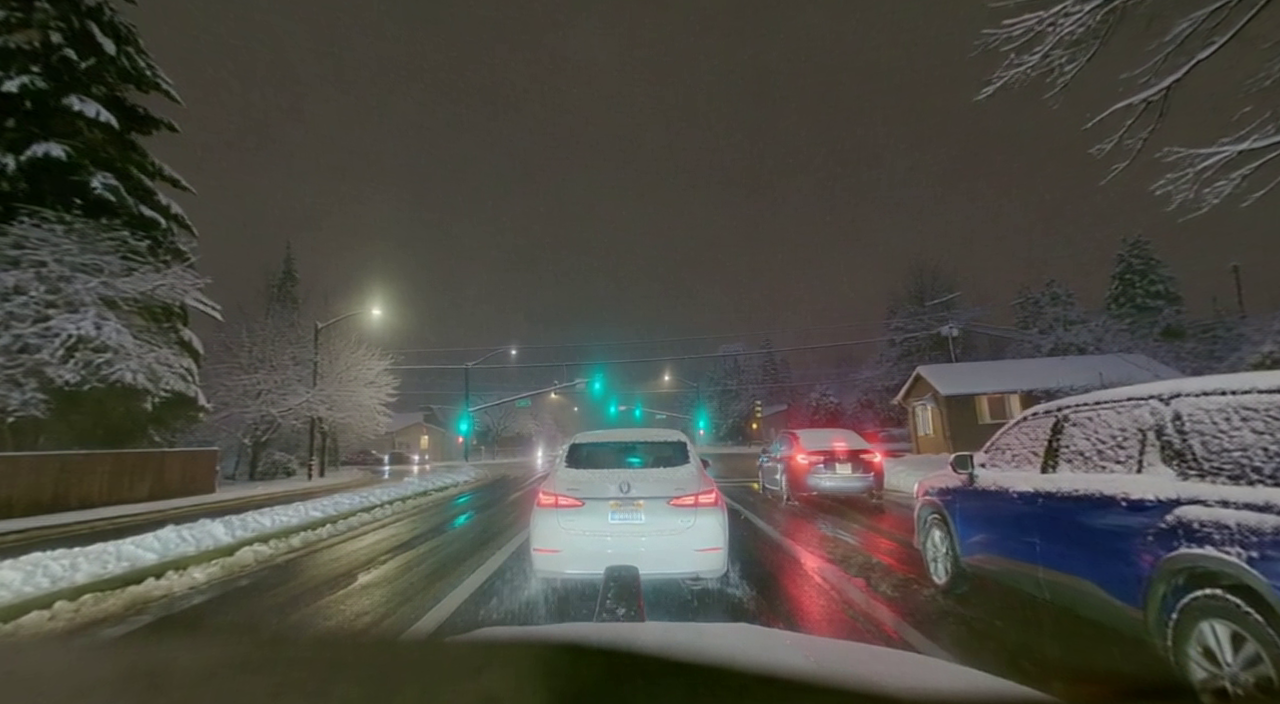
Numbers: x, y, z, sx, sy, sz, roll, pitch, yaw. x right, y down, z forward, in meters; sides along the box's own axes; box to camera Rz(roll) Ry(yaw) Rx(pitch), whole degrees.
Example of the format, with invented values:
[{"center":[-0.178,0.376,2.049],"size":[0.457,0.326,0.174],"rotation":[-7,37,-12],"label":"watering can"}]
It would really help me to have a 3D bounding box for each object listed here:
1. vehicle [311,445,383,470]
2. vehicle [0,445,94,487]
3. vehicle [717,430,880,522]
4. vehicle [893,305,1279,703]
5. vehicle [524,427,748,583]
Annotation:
[{"center":[-19.892,7.145,43.028],"size":[3.957,1.630,1.881],"rotation":[0,-8,0],"label":"vehicle"},{"center":[-22.618,4.113,22.897],"size":[4.092,1.438,1.639],"rotation":[-1,-8,1],"label":"vehicle"},{"center":[2.945,2.421,12.911],"size":[1.971,1.517,4.521],"rotation":[0,-8,-3],"label":"vehicle"},{"center":[3.361,0.902,3.588],"size":[2.006,1.766,4.345],"rotation":[0,-8,0],"label":"vehicle"},{"center":[-0.089,1.804,8.311],"size":[2.186,1.500,4.141],"rotation":[0,-8,-1],"label":"vehicle"}]
